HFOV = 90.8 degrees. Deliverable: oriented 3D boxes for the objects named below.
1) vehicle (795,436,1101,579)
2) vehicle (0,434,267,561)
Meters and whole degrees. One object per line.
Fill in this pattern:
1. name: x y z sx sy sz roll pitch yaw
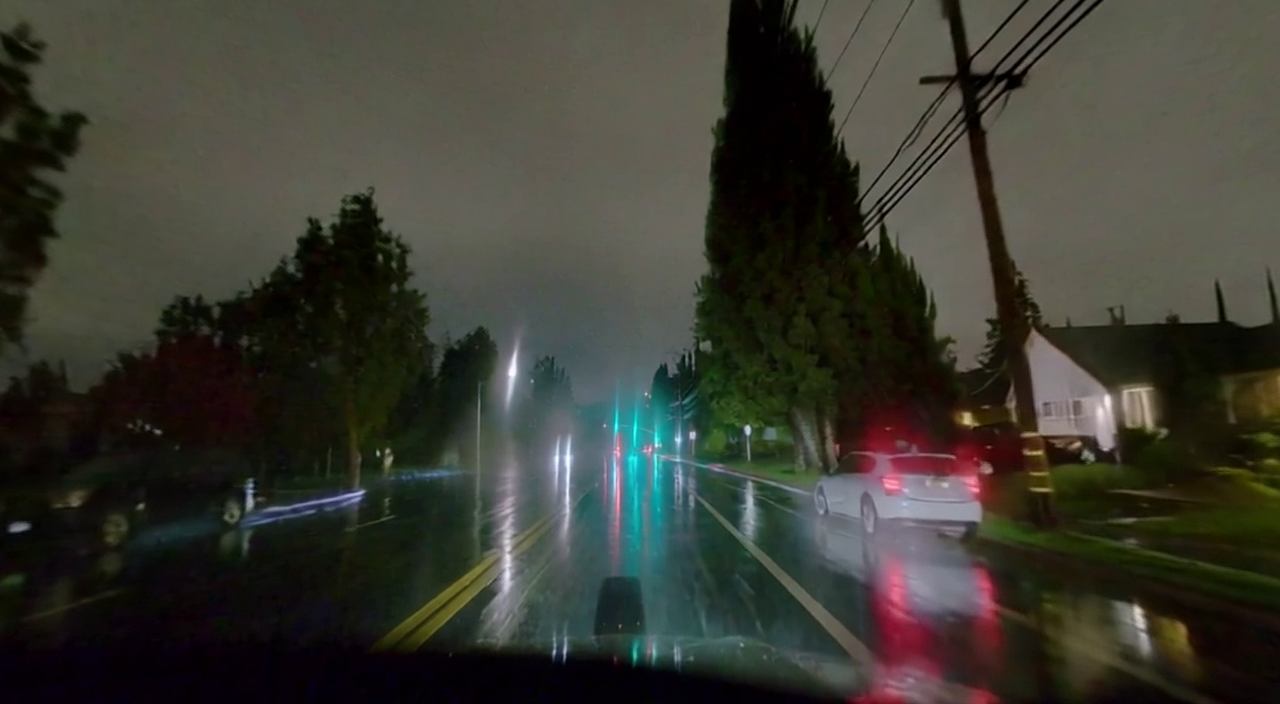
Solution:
1. vehicle: 3.919 2.030 9.182 2.167 1.535 4.464 0 -8 0
2. vehicle: -10.939 3.017 13.960 2.111 2.050 5.328 -7 -8 0
